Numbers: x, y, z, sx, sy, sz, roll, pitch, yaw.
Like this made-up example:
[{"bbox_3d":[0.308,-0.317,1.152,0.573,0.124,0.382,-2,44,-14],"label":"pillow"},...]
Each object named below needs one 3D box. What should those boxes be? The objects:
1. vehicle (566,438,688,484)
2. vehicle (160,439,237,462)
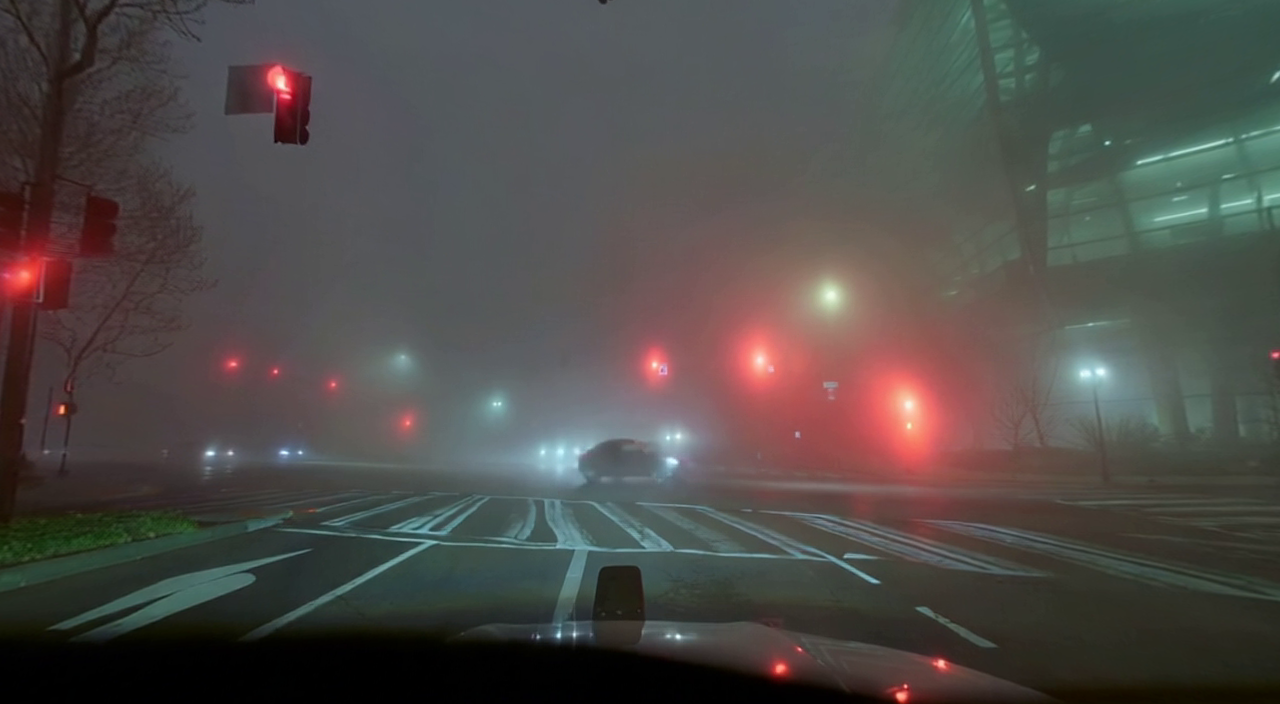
[{"bbox_3d":[-0.522,3.915,23.025,4.110,1.511,1.883,-7,-11,36],"label":"vehicle"},{"bbox_3d":[-30.784,6.879,43.965,5.408,1.505,2.091,-5,-10,28],"label":"vehicle"}]
